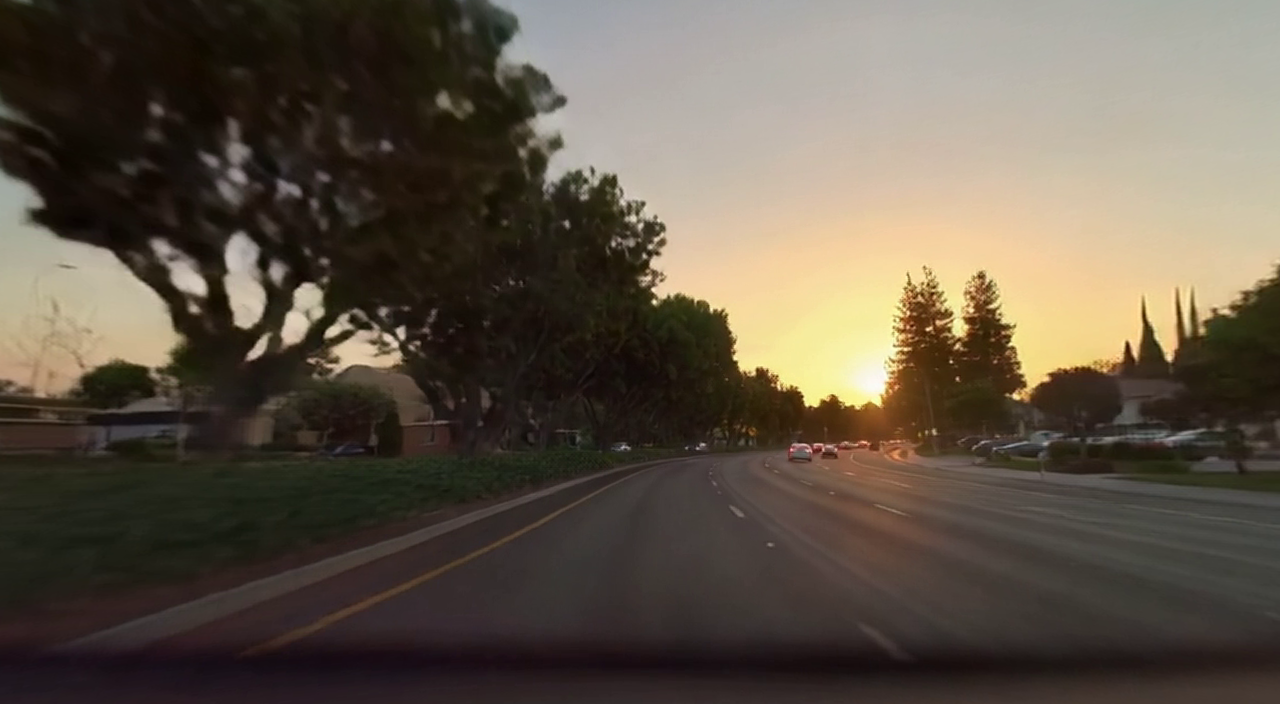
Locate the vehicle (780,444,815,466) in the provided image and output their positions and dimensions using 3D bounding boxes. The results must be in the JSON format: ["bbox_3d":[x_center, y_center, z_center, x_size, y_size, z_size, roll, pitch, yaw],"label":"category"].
[{"bbox_3d":[11.073,7.270,44.610,1.988,1.460,3.996,-1,-9,9],"label":"vehicle"}]
